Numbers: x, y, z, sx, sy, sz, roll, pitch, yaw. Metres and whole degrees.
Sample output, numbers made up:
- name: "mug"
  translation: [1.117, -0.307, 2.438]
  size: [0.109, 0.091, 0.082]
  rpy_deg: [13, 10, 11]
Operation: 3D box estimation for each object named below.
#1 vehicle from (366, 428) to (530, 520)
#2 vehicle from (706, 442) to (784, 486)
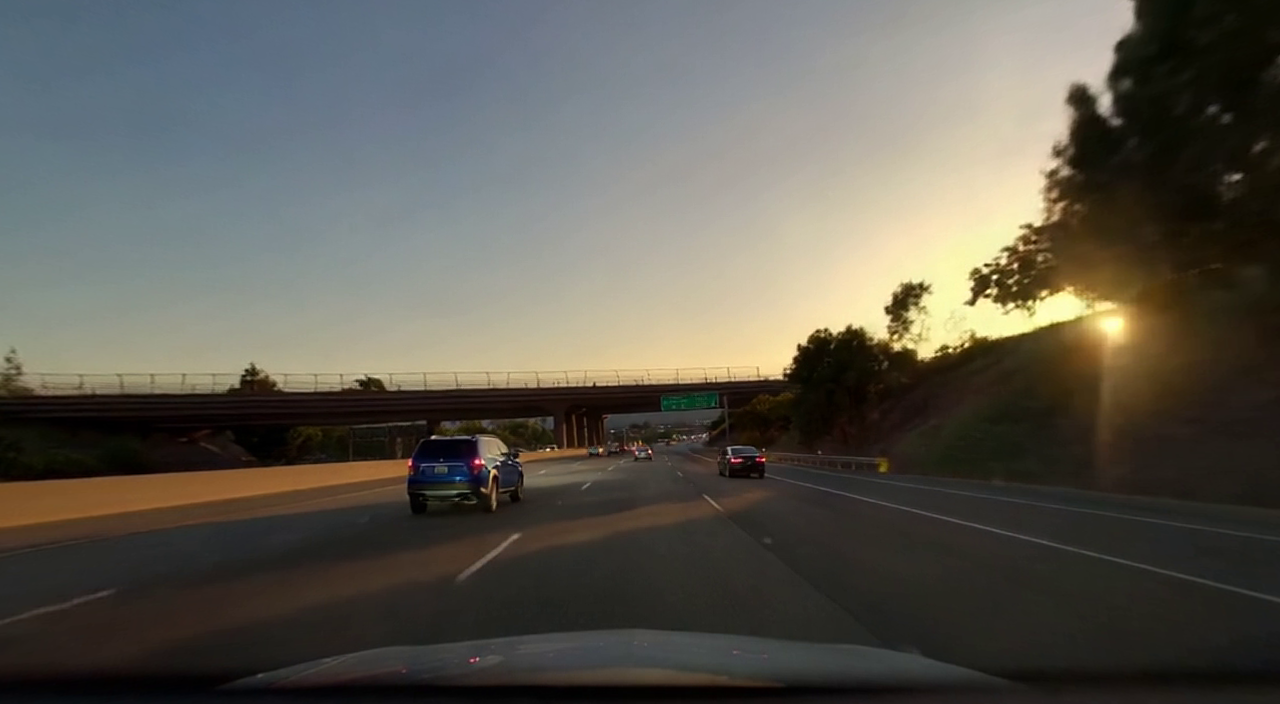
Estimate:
- name: "vehicle"
  translation: [-3.855, 2.518, 13.584]
  size: [2.193, 1.641, 4.077]
  rpy_deg: [0, -8, 1]
- name: "vehicle"
  translation: [3.796, 4.118, 23.637]
  size: [2.083, 1.453, 4.307]
  rpy_deg: [0, -8, -1]
